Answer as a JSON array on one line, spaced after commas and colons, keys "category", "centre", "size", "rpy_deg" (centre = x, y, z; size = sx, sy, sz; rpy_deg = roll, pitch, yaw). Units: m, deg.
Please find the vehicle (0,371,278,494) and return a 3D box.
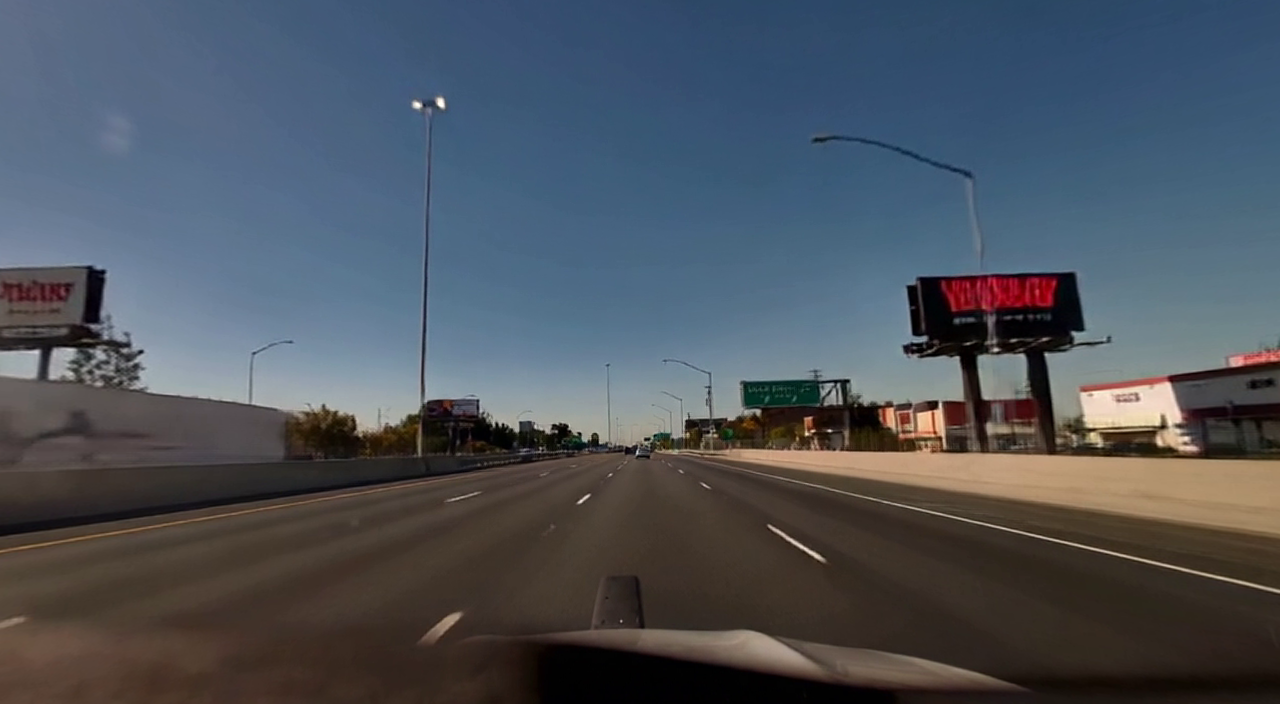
[{"category": "vehicle", "centre": [-22.421, 3.768, 27.895], "size": [2.909, 4.019, 16.387], "rpy_deg": [0, -9, 1]}]
